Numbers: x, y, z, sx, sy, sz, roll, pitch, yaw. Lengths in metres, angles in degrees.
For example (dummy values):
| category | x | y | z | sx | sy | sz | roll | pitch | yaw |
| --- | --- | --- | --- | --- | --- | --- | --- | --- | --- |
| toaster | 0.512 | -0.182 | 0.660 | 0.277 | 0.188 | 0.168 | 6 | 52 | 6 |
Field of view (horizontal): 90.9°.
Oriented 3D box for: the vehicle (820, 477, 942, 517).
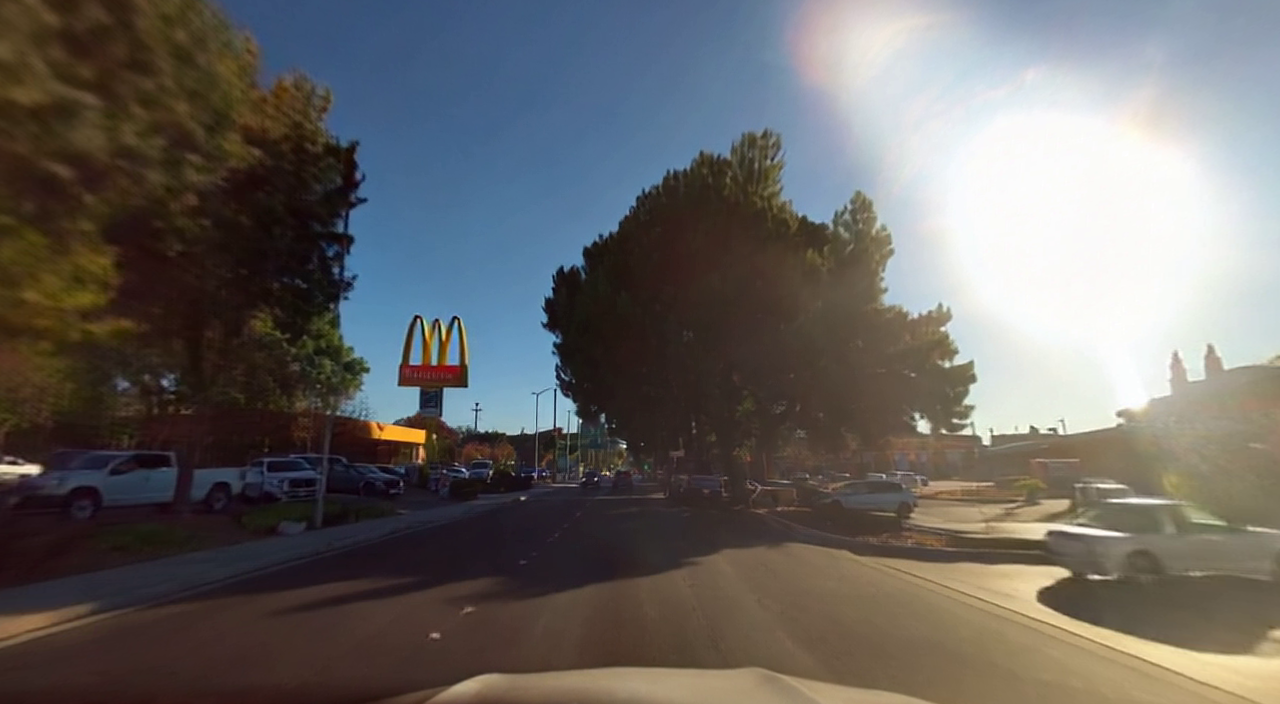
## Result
| category | x | y | z | sx | sy | sz | roll | pitch | yaw |
| --- | --- | --- | --- | --- | --- | --- | --- | --- | --- |
| vehicle | 9.585 | 5.810 | 25.324 | 4.123 | 1.446 | 1.807 | 1 | -11 | -2 |

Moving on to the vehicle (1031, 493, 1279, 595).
| category | x | y | z | sx | sy | sz | roll | pitch | yaw |
| --- | --- | --- | --- | --- | --- | --- | --- | --- | --- |
| vehicle | 9.542 | 3.271 | 10.969 | 4.169 | 1.474 | 1.850 | 1 | -11 | 0 |

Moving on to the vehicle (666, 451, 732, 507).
| category | x | y | z | sx | sy | sz | roll | pitch | yaw |
| --- | --- | --- | --- | --- | --- | --- | --- | --- | --- |
| vehicle | 2.347 | 5.334 | 26.616 | 2.153 | 2.074 | 5.188 | 1 | -11 | -2 |

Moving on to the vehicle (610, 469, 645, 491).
| category | x | y | z | sx | sy | sz | roll | pitch | yaw |
| --- | --- | --- | --- | --- | --- | --- | --- | --- | --- |
| vehicle | -0.845 | 9.014 | 44.627 | 1.993 | 1.454 | 3.810 | -1 | -11 | 6 |

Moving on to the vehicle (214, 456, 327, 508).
| category | x | y | z | sx | sy | sz | roll | pitch | yaw |
| --- | --- | --- | --- | --- | --- | --- | --- | --- | --- |
| vehicle | -12.603 | 4.415 | 21.546 | 2.871 | 1.604 | 1.710 | 10 | -14 | -42 |

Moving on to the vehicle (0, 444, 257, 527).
| category | x | y | z | sx | sy | sz | roll | pitch | yaw |
| --- | --- | --- | --- | --- | --- | --- | --- | --- | --- |
| vehicle | -12.024 | 3.112 | 14.920 | 4.575 | 1.641 | 2.006 | 10 | -14 | -41 |
